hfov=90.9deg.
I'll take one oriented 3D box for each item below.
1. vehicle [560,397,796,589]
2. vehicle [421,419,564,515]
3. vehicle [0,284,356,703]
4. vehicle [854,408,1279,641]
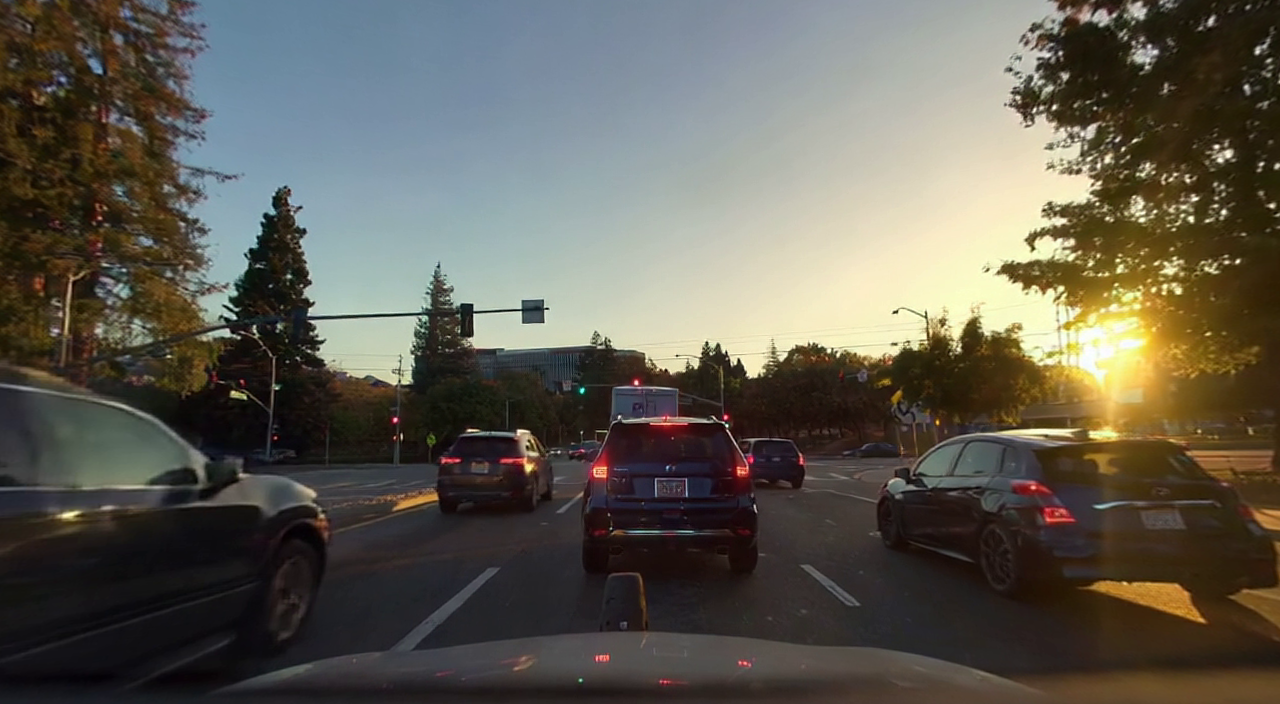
[{"bbox_3d":[0.375,1.626,8.074,2.172,1.764,4.338,0,-8,1],"label":"vehicle"},{"bbox_3d":[-3.113,2.575,14.582,2.054,1.814,4.941,0,-8,1],"label":"vehicle"},{"bbox_3d":[-3.212,0.717,2.173,2.209,1.828,4.847,0,-8,0],"label":"vehicle"},{"bbox_3d":[3.913,1.490,6.438,1.954,1.592,3.992,0,-8,-1],"label":"vehicle"}]
